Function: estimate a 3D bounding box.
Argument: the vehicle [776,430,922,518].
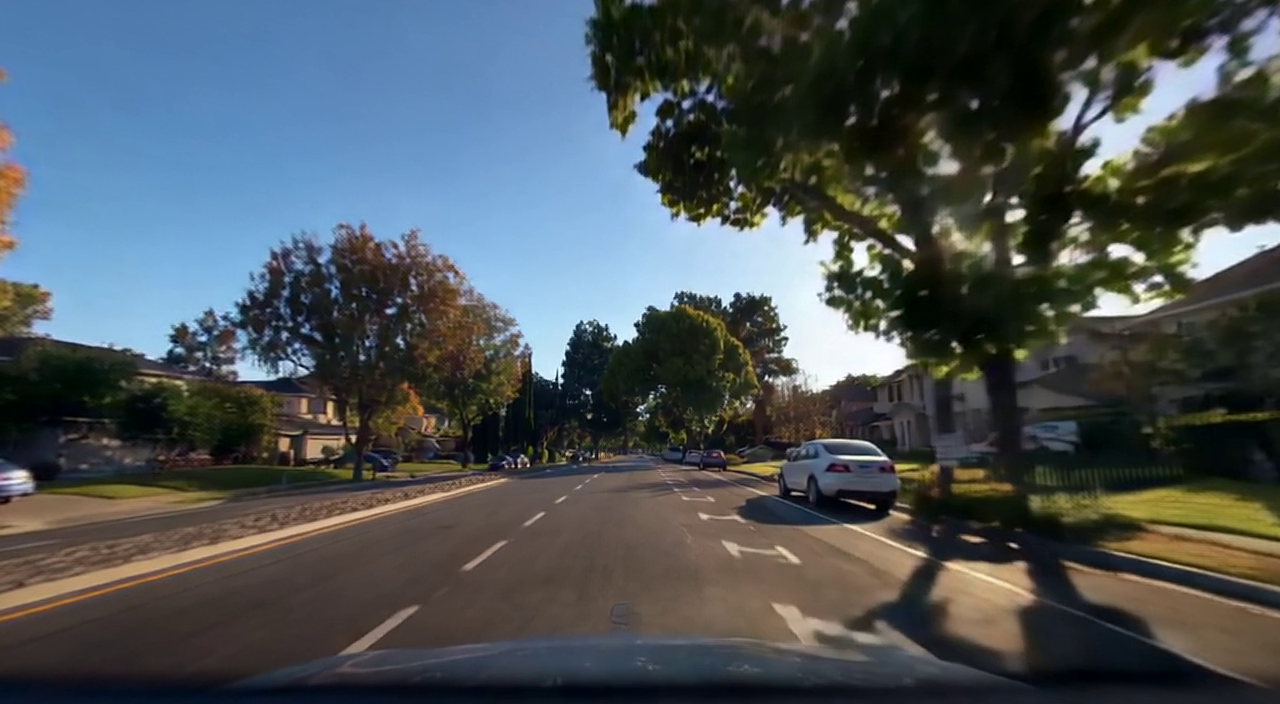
[{"bbox_3d":[5.029,2.967,15.956,2.082,1.763,4.718,3,-8,0],"label":"vehicle"}]

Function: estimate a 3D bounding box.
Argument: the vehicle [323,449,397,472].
[{"bbox_3d":[-20.913,8.133,47.290,4.534,1.536,1.952,2,-8,0],"label":"vehicle"}]

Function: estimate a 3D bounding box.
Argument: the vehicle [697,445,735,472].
[{"bbox_3d":[4.810,6.838,40.402,1.934,1.546,5.009,2,-10,2],"label":"vehicle"}]

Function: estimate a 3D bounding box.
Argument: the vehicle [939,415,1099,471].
[{"bbox_3d":[15.747,3.836,26.534,5.096,1.931,2.288,-4,-9,2],"label":"vehicle"}]
